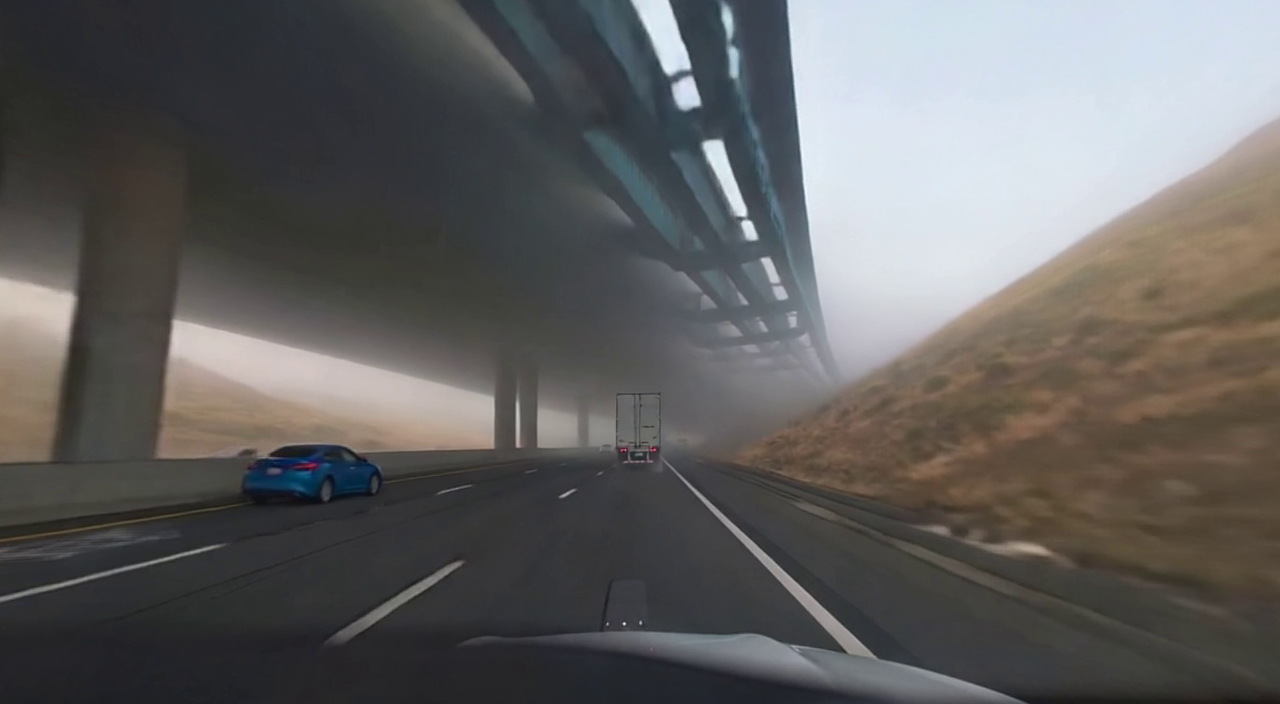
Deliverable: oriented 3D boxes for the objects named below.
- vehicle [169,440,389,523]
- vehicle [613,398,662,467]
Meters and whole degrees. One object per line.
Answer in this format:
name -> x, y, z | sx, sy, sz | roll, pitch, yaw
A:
vehicle -> -7.491, 2.699, 13.798 | 2.078, 1.496, 4.563 | 0, -8, 1
vehicle -> -0.086, 5.543, 42.461 | 2.866, 4.014, 11.261 | 0, -8, 1
